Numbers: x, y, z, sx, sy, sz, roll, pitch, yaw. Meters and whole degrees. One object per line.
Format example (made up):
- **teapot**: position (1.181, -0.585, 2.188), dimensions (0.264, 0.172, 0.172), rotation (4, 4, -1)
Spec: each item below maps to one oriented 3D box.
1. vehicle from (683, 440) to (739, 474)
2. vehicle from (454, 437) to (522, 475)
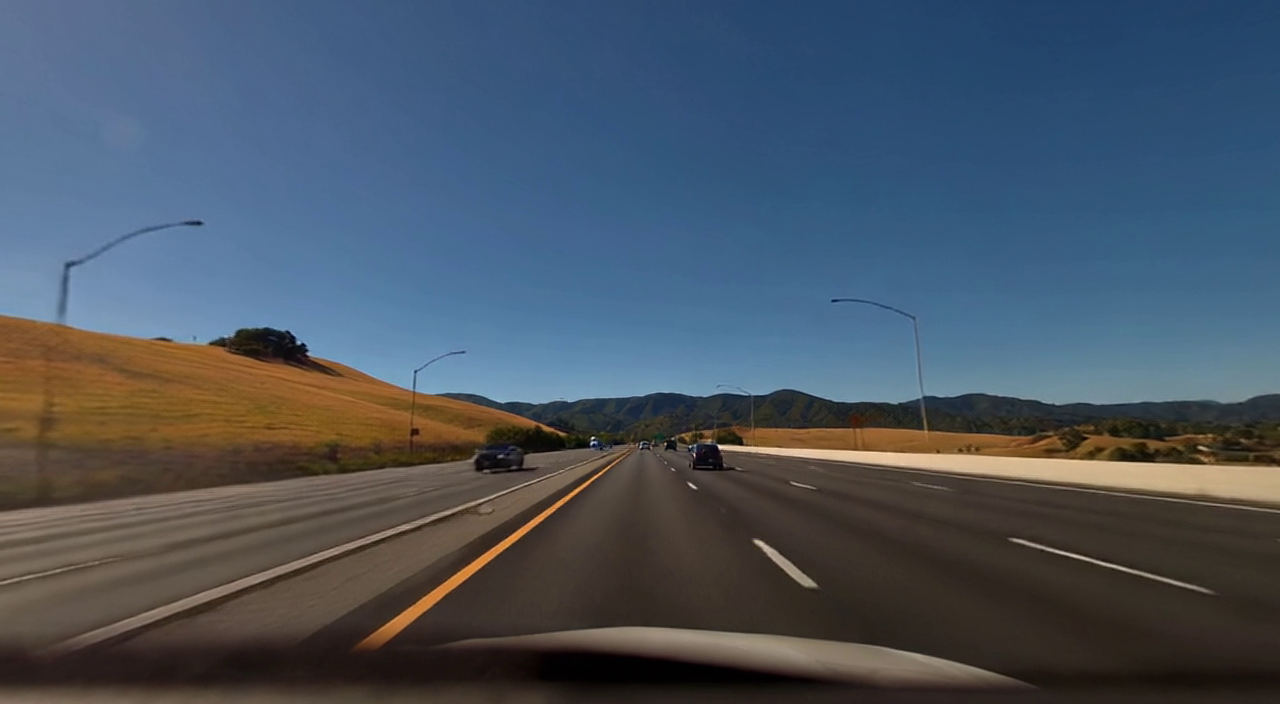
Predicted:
- **vehicle**: position (3.150, 4.759, 28.882), dimensions (2.044, 1.444, 4.216), rotation (0, -8, 0)
- **vehicle**: position (-8.338, 5.738, 35.192), dimensions (2.258, 1.943, 5.731), rotation (0, -8, 1)
